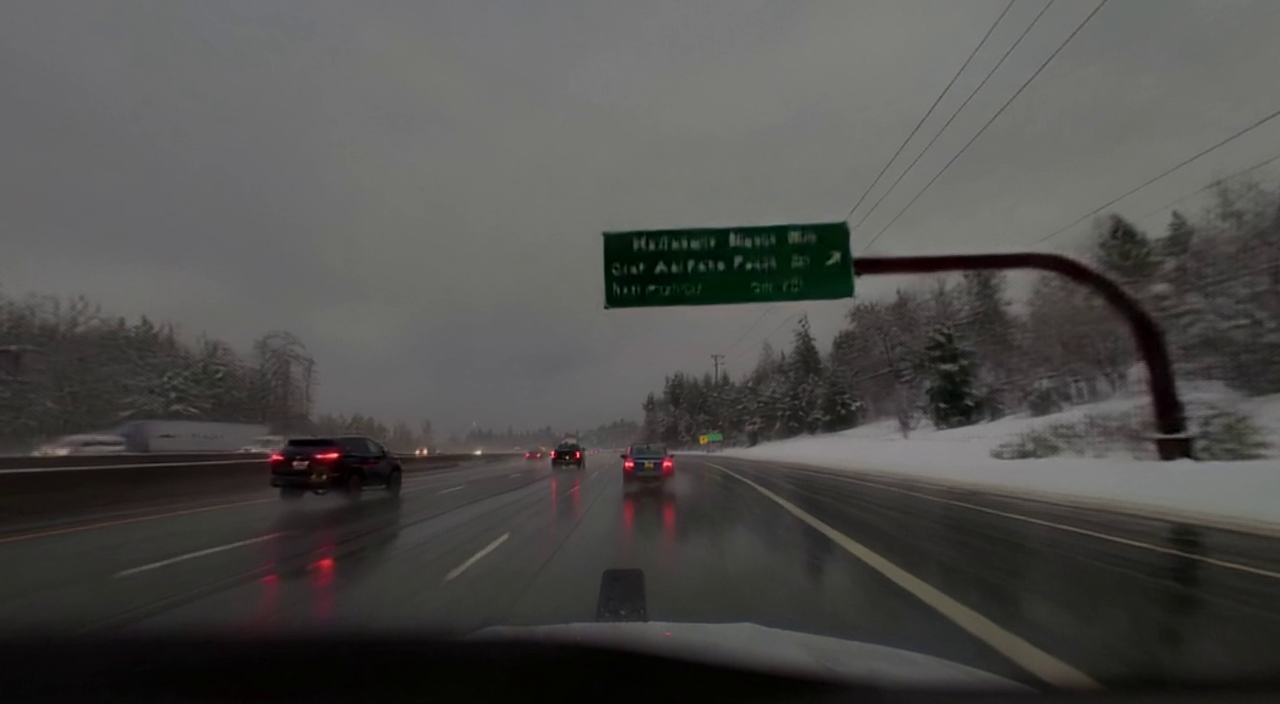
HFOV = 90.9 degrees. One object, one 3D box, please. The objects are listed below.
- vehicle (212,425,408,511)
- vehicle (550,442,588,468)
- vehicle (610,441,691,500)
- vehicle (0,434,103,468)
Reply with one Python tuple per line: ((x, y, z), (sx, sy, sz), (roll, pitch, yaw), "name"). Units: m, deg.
((-7.863, 2.801, 15.775), (2.206, 1.788, 4.914), (0, -8, 0), "vehicle")
((-4.973, 7.279, 44.798), (2.289, 1.777, 4.534), (0, -8, -2), "vehicle")
((0.212, 3.360, 18.314), (2.082, 1.482, 4.126), (0, -8, -2), "vehicle")
((-34.872, 5.761, 36.764), (2.206, 1.814, 5.816), (0, -8, -3), "vehicle")
